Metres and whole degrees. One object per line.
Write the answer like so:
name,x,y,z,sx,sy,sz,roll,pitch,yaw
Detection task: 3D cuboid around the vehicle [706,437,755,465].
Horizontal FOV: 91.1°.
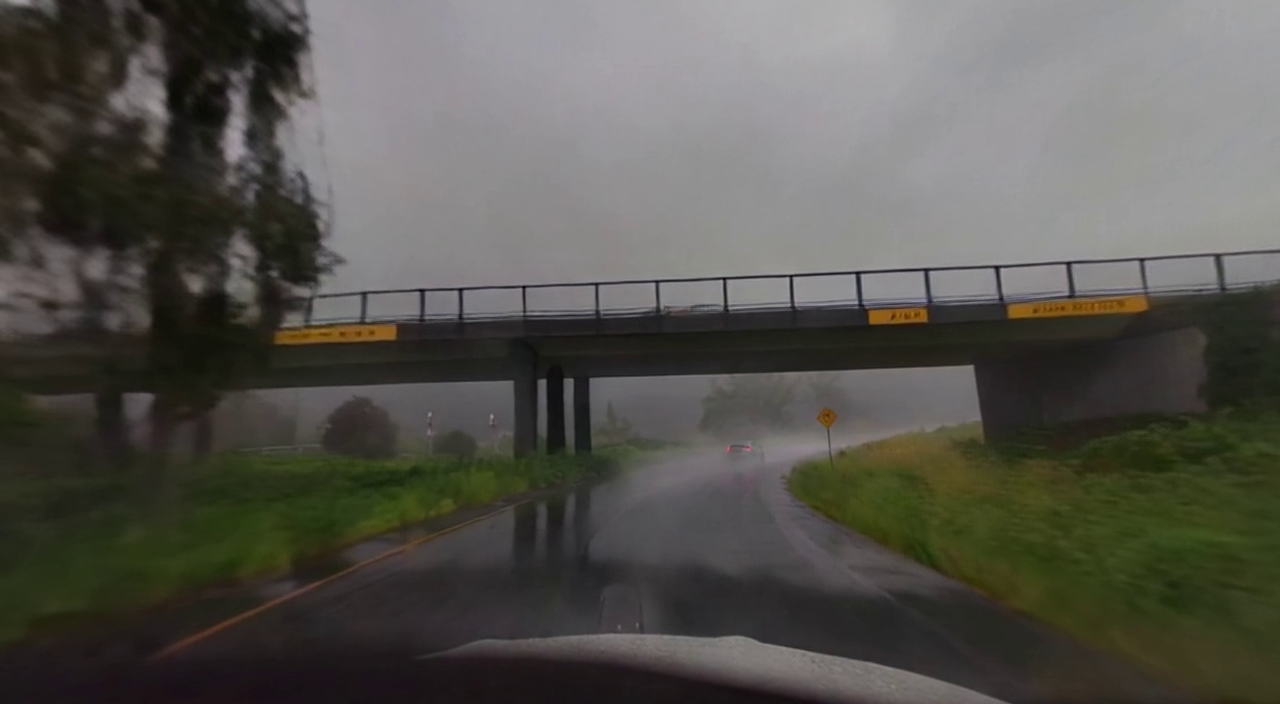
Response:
vehicle,5.116,5.532,35.135,1.980,1.449,3.650,-4,-9,20
